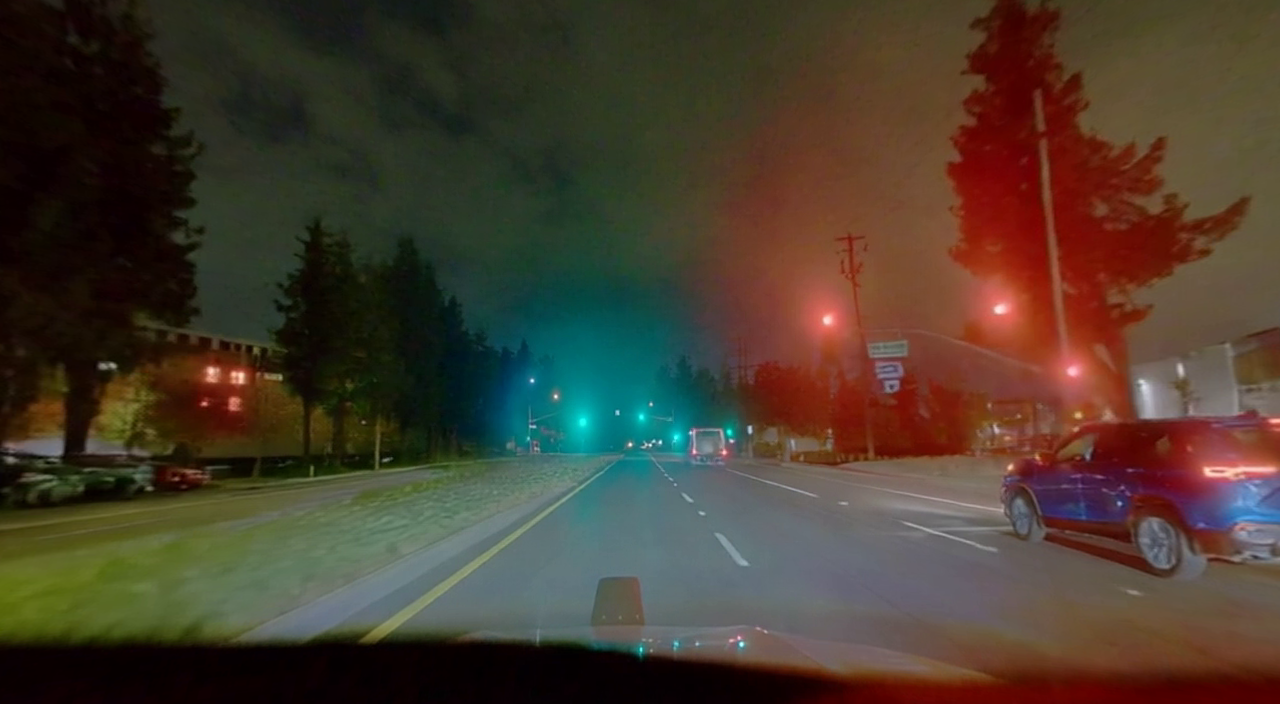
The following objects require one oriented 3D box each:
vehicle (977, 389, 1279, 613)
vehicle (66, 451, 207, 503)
[{"bbox_3d":[6.041,1.468,6.973,2.012,1.754,4.635,0,-8,0],"label":"vehicle"},{"bbox_3d":[-19.372,4.791,24.614,2.060,1.665,4.282,-3,-8,-1],"label":"vehicle"}]
